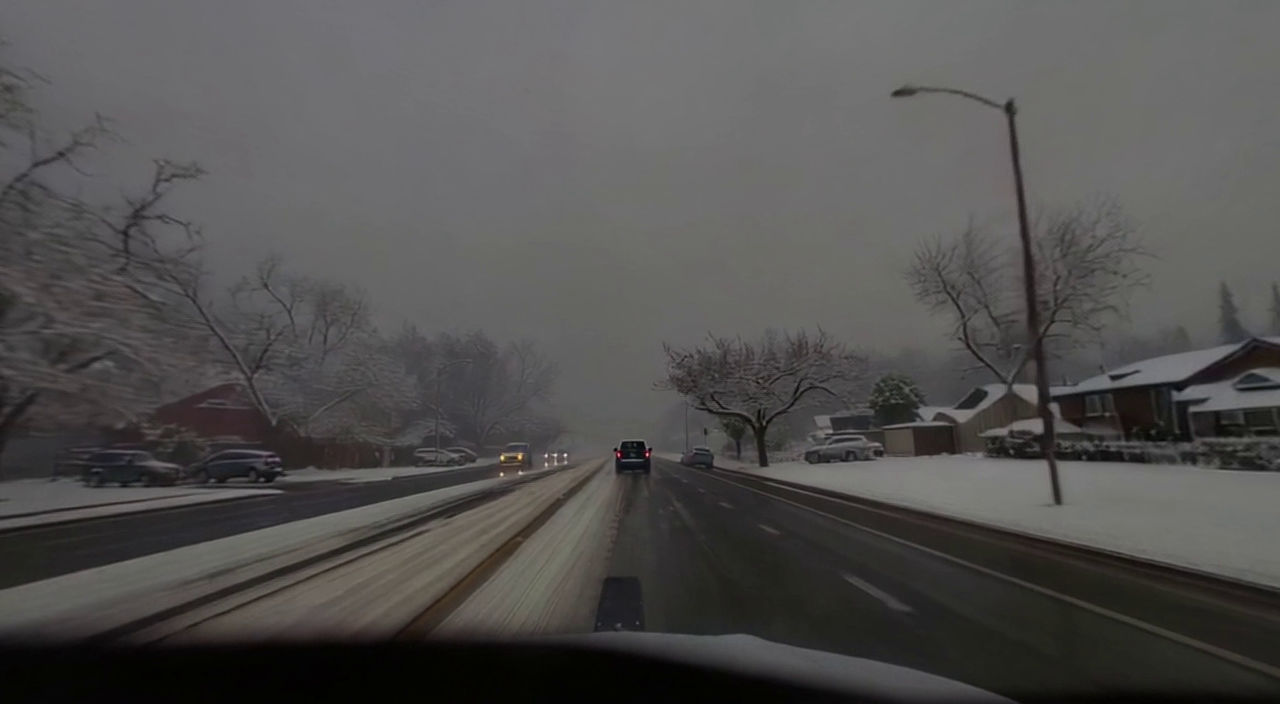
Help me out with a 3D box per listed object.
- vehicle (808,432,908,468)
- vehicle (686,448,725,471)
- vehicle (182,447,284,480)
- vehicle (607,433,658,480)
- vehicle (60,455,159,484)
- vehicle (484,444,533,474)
[{"bbox_3d":[12.405,5.596,36.176,4.870,1.926,2.094,0,-8,-1],"label":"vehicle"},{"bbox_3d":[4.432,7.328,43.354,1.963,1.469,4.709,0,-8,-2],"label":"vehicle"},{"bbox_3d":[-21.243,5.810,33.110,4.020,1.635,1.875,0,-8,2],"label":"vehicle"},{"bbox_3d":[-0.358,4.746,29.009,2.153,1.942,4.767,0,-8,-1],"label":"vehicle"},{"bbox_3d":[-27.258,6.023,32.523,3.522,1.372,1.652,0,-9,-2],"label":"vehicle"},{"bbox_3d":[-8.398,6.857,40.720,2.114,1.811,4.949,0,-8,-1],"label":"vehicle"}]
